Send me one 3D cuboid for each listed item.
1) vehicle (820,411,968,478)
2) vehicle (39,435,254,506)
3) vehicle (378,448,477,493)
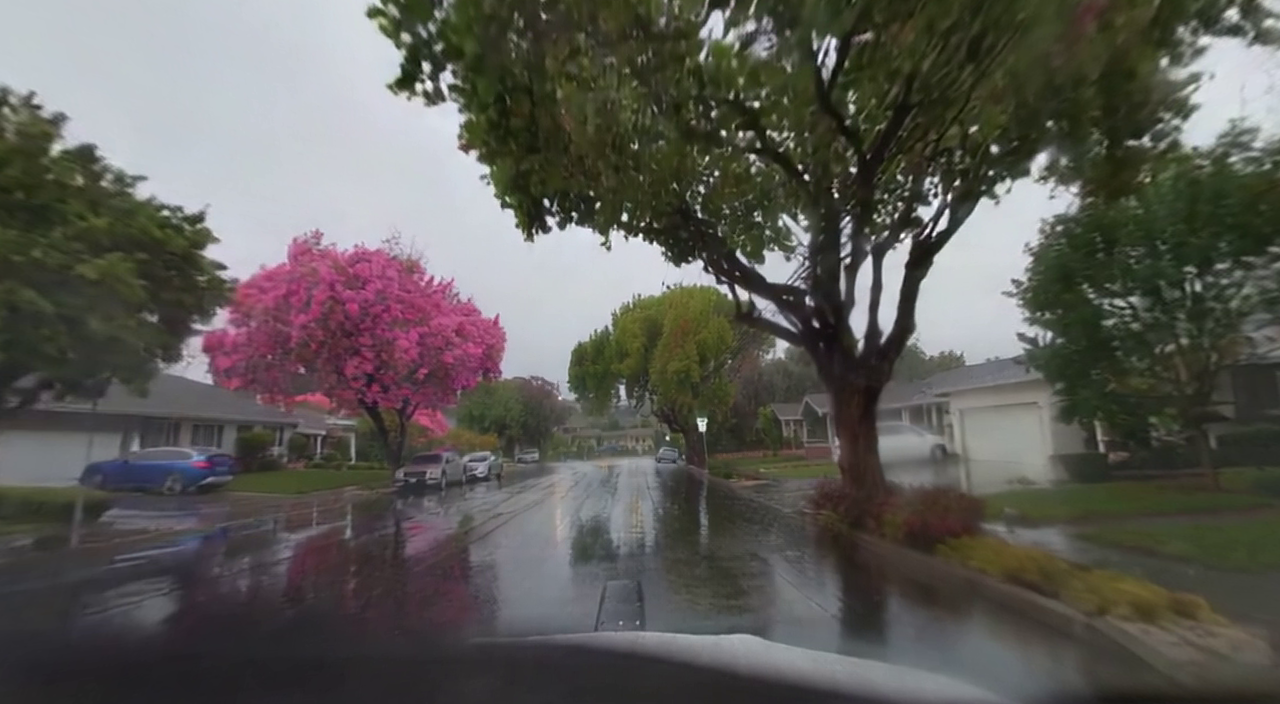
[{"bbox_3d":[8.512,3.141,21.471,4.025,1.738,1.920,-6,-9,-1],"label":"vehicle"},{"bbox_3d":[-14.359,3.451,18.620,4.538,1.687,1.955,4,-9,-1],"label":"vehicle"},{"bbox_3d":[-7.708,4.319,23.492,2.034,1.493,4.524,0,-8,1],"label":"vehicle"}]
